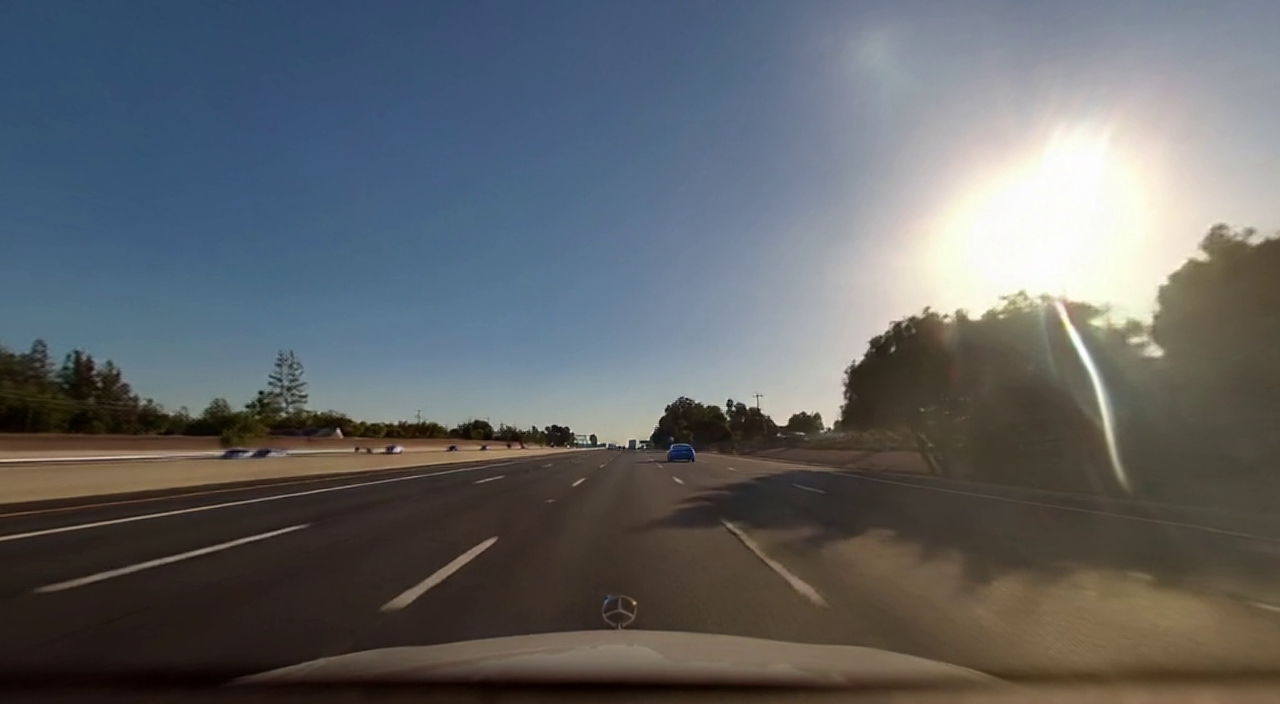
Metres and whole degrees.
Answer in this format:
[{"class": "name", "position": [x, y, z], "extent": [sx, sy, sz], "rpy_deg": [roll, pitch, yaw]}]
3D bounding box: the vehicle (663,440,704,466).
[{"class": "vehicle", "position": [2.766, 6.504, 40.937], "extent": [2.270, 1.615, 3.770], "rpy_deg": [0, -8, -2]}]
